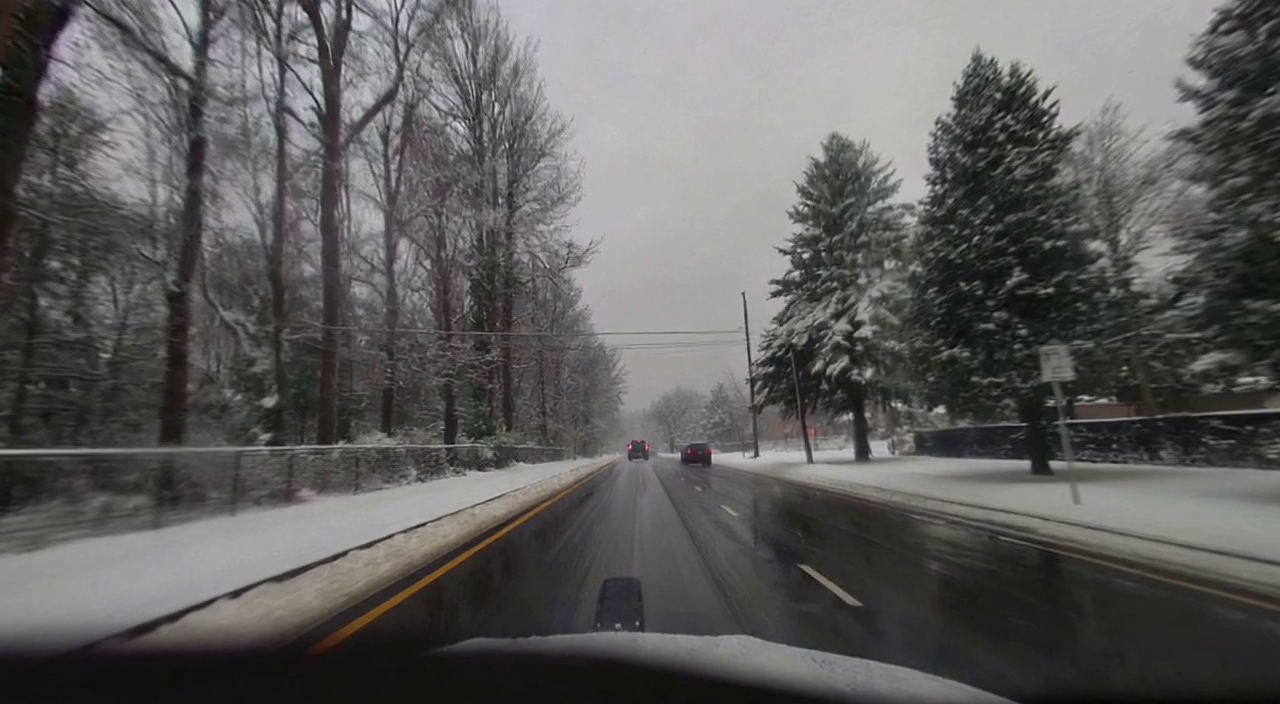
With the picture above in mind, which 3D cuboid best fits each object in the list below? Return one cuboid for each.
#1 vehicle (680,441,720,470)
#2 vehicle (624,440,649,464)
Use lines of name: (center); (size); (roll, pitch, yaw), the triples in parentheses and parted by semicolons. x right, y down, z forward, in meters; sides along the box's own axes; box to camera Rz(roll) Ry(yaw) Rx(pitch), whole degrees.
vehicle: (3.561, 6.185, 38.014); (1.888, 1.640, 4.044); (0, -9, -2)
vehicle: (-0.294, 7.855, 49.680); (1.925, 1.799, 4.257); (0, -9, -1)
